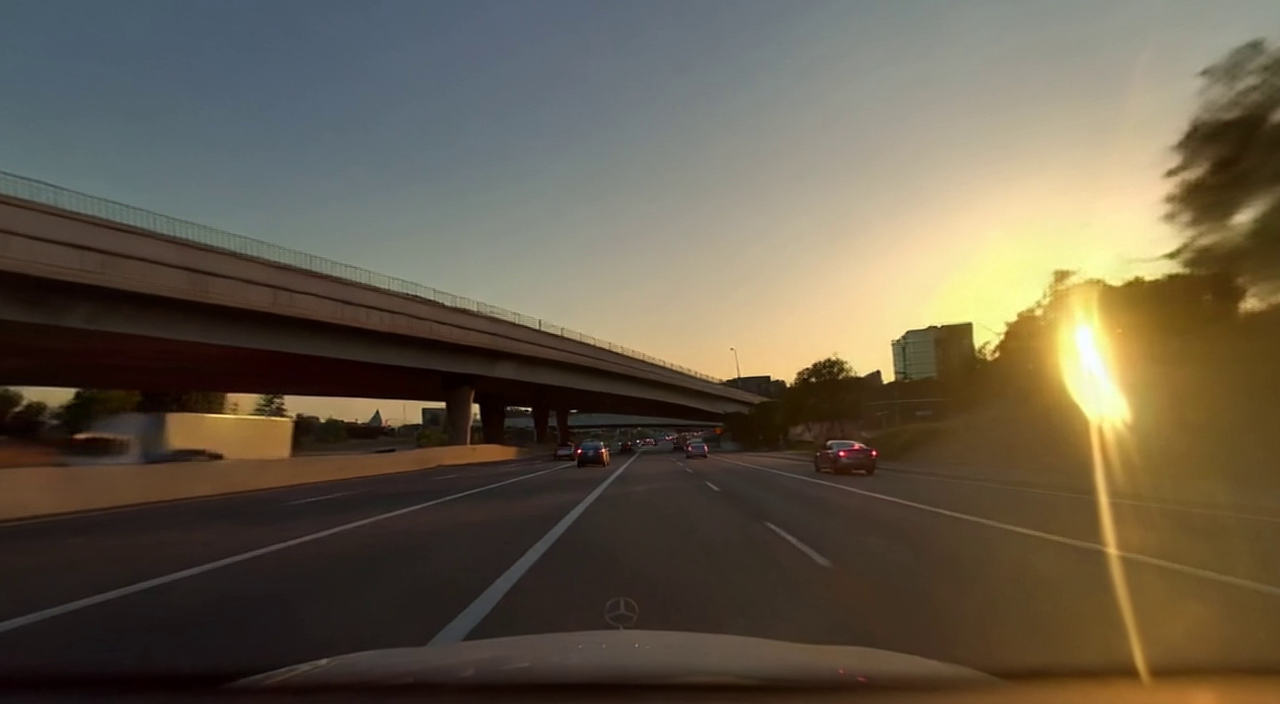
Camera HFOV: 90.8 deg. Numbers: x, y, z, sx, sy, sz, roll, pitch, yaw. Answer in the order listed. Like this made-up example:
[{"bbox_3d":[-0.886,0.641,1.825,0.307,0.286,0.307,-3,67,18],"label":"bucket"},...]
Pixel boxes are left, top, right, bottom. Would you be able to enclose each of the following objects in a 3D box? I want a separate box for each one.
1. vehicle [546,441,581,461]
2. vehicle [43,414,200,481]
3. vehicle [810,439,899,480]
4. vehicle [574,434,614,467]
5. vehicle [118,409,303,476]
[{"bbox_3d":[-5.836,7.647,48.681,2.009,1.462,4.458,0,-8,1],"label":"vehicle"},{"bbox_3d":[-30.636,5.694,37.833,3.058,3.588,7.217,0,-8,1],"label":"vehicle"},{"bbox_3d":[8.185,4.137,24.595,1.900,1.432,4.519,0,-8,0],"label":"vehicle"},{"bbox_3d":[-2.612,5.777,37.092,1.893,1.827,4.513,0,-8,1],"label":"vehicle"},{"bbox_3d":[-30.486,6.687,46.481,2.898,4.106,15.082,0,-8,1],"label":"vehicle"}]
